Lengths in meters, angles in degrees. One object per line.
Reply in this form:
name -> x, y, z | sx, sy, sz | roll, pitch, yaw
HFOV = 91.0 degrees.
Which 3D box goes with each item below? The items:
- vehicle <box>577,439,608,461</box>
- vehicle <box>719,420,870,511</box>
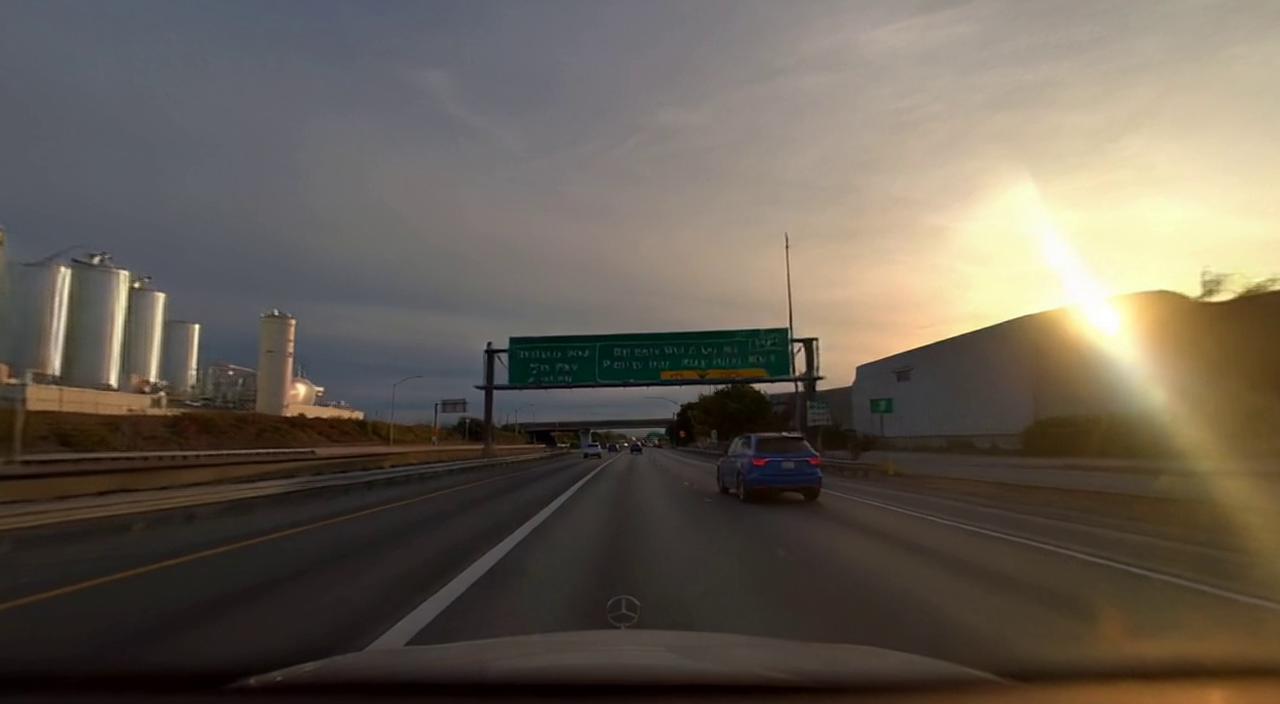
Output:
vehicle -> -3.676, 7.677, 49.369 | 2.012, 1.571, 4.232 | 0, -9, 0
vehicle -> 3.409, 2.654, 15.163 | 2.296, 1.790, 5.067 | 0, -9, 0
